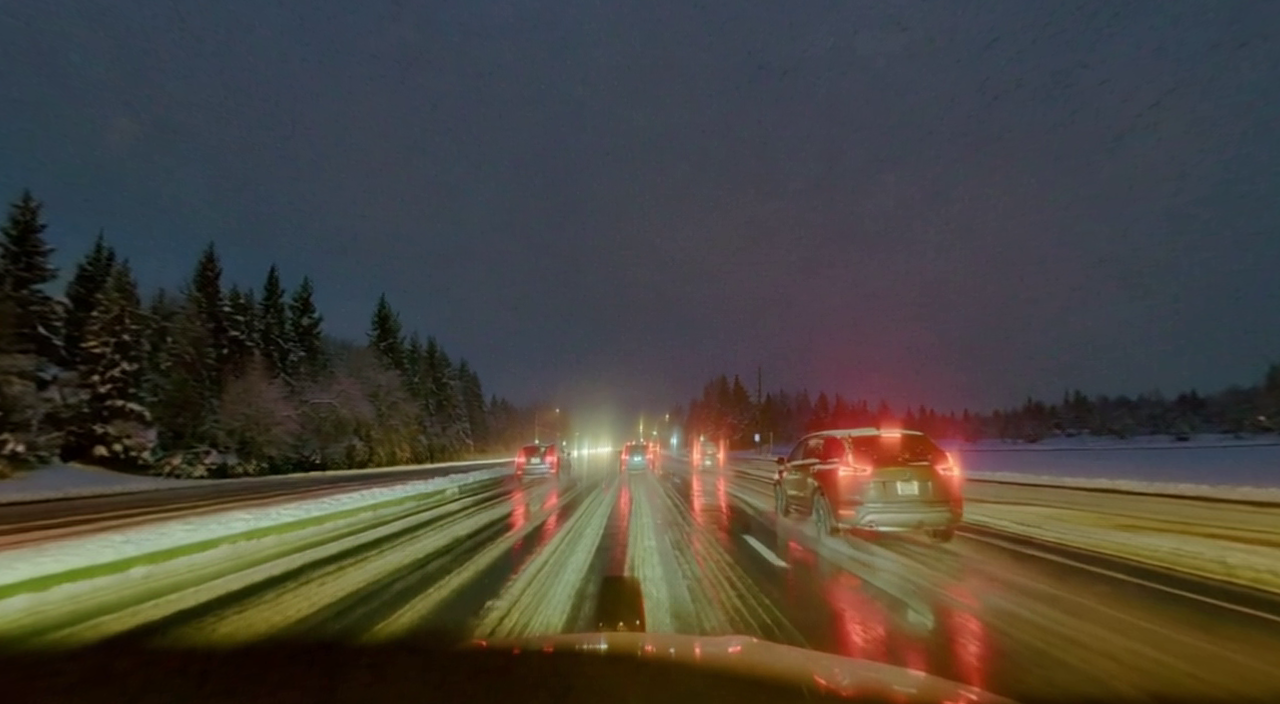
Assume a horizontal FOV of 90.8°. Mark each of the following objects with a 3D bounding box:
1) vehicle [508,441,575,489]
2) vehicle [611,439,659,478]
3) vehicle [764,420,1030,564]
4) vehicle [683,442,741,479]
[{"bbox_3d":[-3.561,4.138,23.544,1.823,1.602,4.061,0,-8,0],"label":"vehicle"},{"bbox_3d":[-0.259,5.075,30.378,2.150,1.725,4.096,0,-8,-1],"label":"vehicle"},{"bbox_3d":[3.455,1.973,9.749,2.069,1.644,4.714,0,-8,-1],"label":"vehicle"},{"bbox_3d":[3.234,4.964,29.096,2.068,1.541,4.041,0,-8,-2],"label":"vehicle"}]
